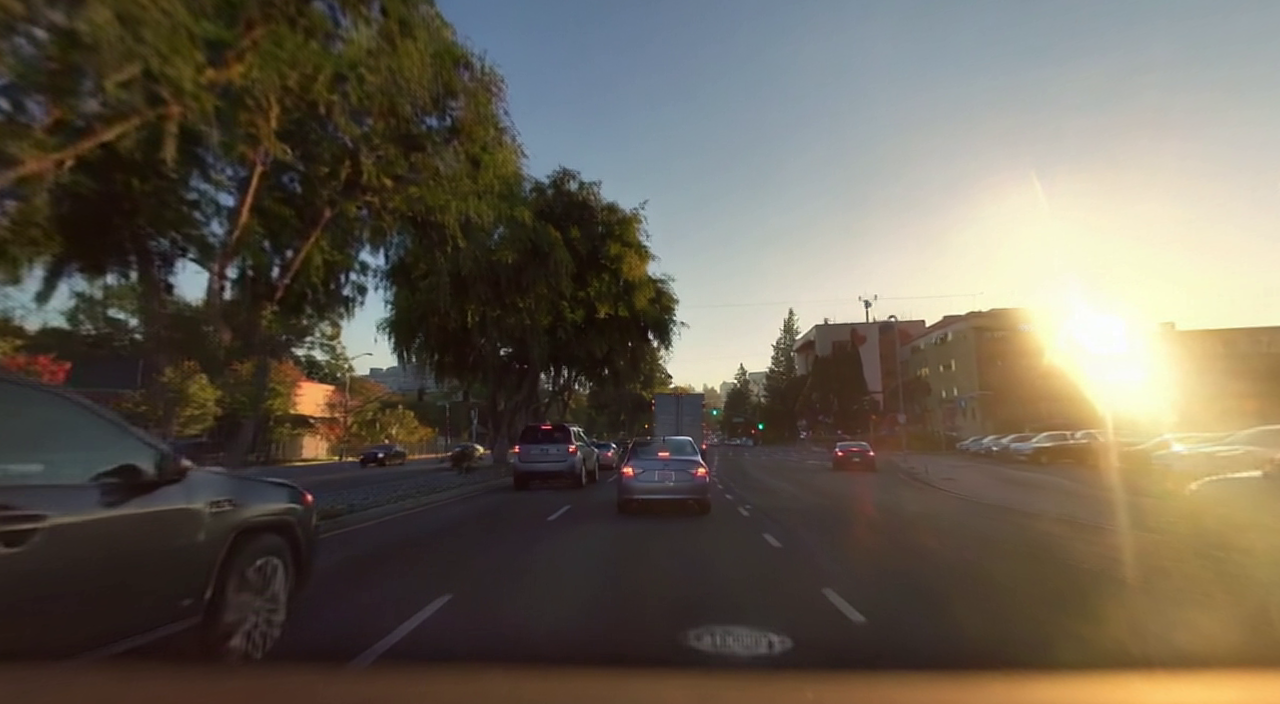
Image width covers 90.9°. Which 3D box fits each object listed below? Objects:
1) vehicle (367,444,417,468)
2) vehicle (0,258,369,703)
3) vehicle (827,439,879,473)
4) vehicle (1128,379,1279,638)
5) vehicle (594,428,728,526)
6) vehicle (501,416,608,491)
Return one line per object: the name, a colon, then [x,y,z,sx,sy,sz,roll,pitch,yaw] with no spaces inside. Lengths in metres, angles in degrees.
vehicle: [-16.702,6.983,42.620,1.880,1.470,4.514,0,-8,-5]
vehicle: [-3.023,0.651,2.022,2.124,1.829,4.799,0,-8,0]
vehicle: [10.214,4.970,30.455,1.900,1.507,4.151,-2,-9,13]
vehicle: [5.507,0.920,3.226,2.141,1.794,4.933,0,-8,2]
vehicle: [0.310,2.233,11.844,2.061,1.494,4.079,0,-8,0]
vehicle: [-2.360,3.018,18.997,2.289,1.935,5.227,0,-8,2]
